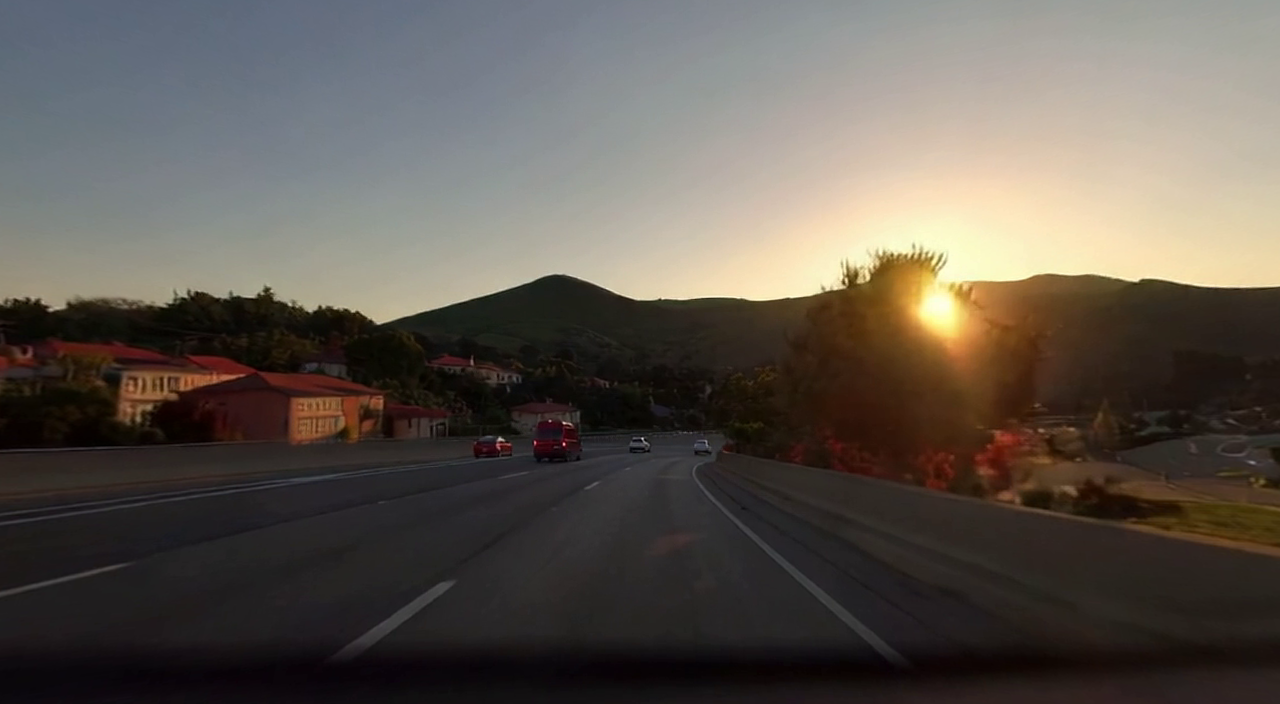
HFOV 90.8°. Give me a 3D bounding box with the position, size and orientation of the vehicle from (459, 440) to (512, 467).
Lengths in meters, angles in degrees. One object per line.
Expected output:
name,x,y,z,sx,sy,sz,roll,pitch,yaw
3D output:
vehicle,-9.250,6.120,38.171,1.821,1.524,4.342,-1,-9,4

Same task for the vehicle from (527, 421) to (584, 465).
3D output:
vehicle,-5.527,6.119,42.278,2.314,2.703,6.441,-1,-9,5
